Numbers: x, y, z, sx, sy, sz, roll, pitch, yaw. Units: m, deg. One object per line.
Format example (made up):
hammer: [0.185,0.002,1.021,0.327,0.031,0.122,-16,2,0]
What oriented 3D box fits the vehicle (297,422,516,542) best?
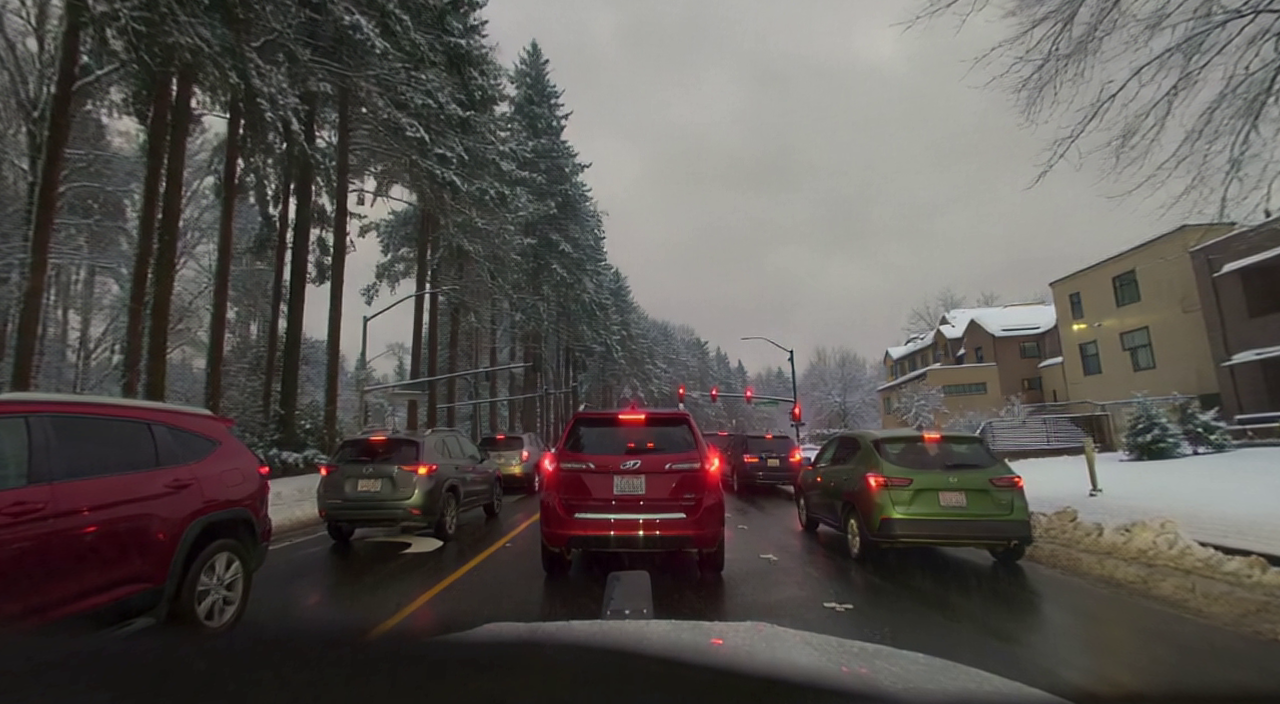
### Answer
vehicle: [-3.655,2.115,10.921,2.042,1.641,4.314,0,-8,1]

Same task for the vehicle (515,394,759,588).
vehicle: [-0.013,1.551,7.774,2.193,1.744,4.033,0,-8,0]

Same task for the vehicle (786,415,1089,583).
vehicle: [3.263,1.664,7.871,1.922,1.579,3.642,0,-8,-1]

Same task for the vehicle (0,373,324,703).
vehicle: [-3.784,0.997,3.307,1.929,1.641,4.193,0,-8,2]
